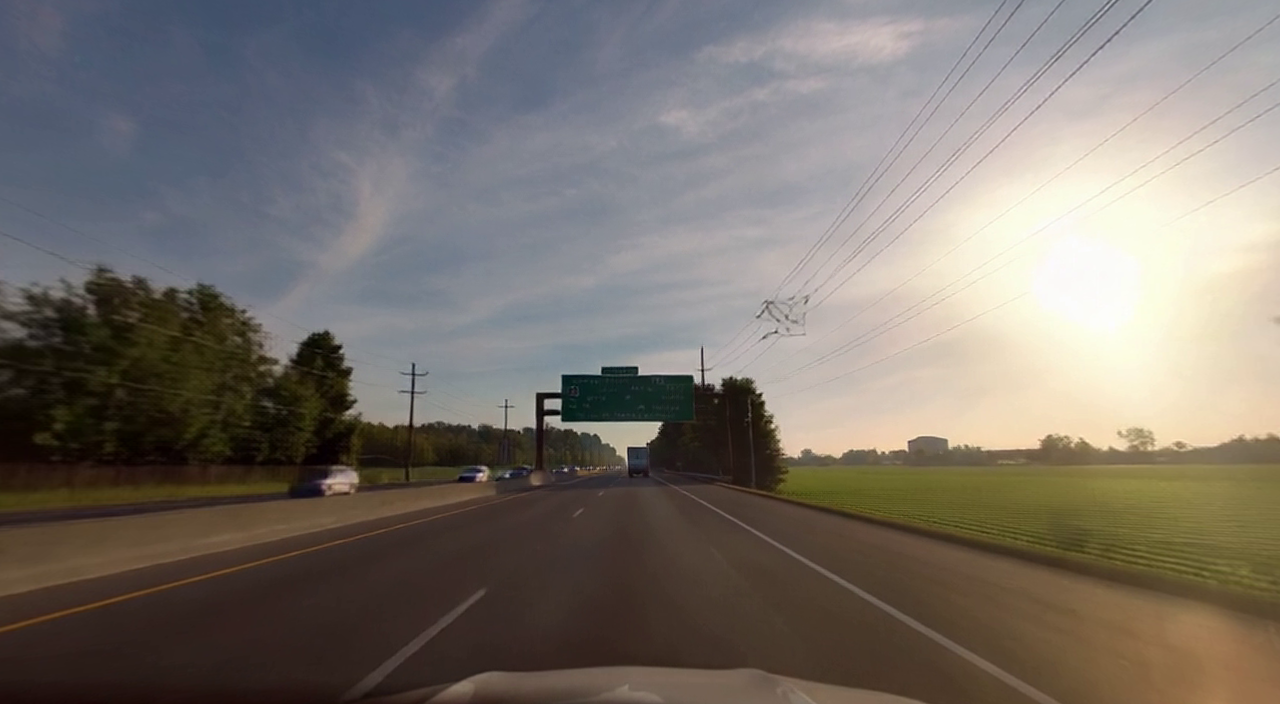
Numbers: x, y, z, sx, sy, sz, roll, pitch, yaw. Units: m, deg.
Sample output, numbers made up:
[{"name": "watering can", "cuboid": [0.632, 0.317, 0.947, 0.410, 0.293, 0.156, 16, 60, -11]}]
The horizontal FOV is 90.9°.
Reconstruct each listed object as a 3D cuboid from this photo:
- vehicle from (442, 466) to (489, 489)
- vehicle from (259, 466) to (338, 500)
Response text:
[{"name": "vehicle", "cuboid": [-11.947, 8.624, 43.373, 1.881, 1.438, 4.529, 1, -11, 0]}, {"name": "vehicle", "cuboid": [-15.693, 6.035, 29.181, 1.673, 1.409, 3.458, 1, -11, 0]}]
